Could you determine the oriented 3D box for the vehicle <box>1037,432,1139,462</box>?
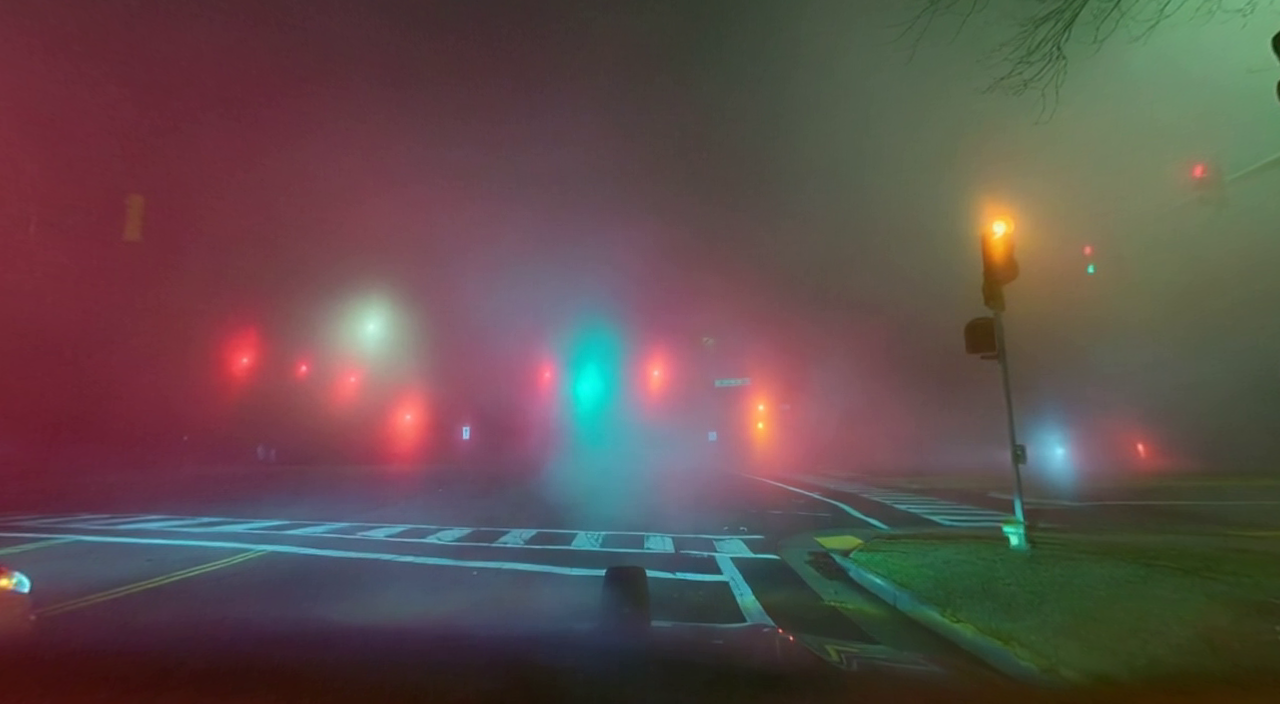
[{"bbox_3d":[23.165,4.929,32.768,3.952,1.468,1.768,-3,-9,22],"label":"vehicle"}]

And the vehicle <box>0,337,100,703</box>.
[{"bbox_3d":[-3.264,0.524,0.404,1.954,1.689,4.347,0,-8,0],"label":"vehicle"}]
